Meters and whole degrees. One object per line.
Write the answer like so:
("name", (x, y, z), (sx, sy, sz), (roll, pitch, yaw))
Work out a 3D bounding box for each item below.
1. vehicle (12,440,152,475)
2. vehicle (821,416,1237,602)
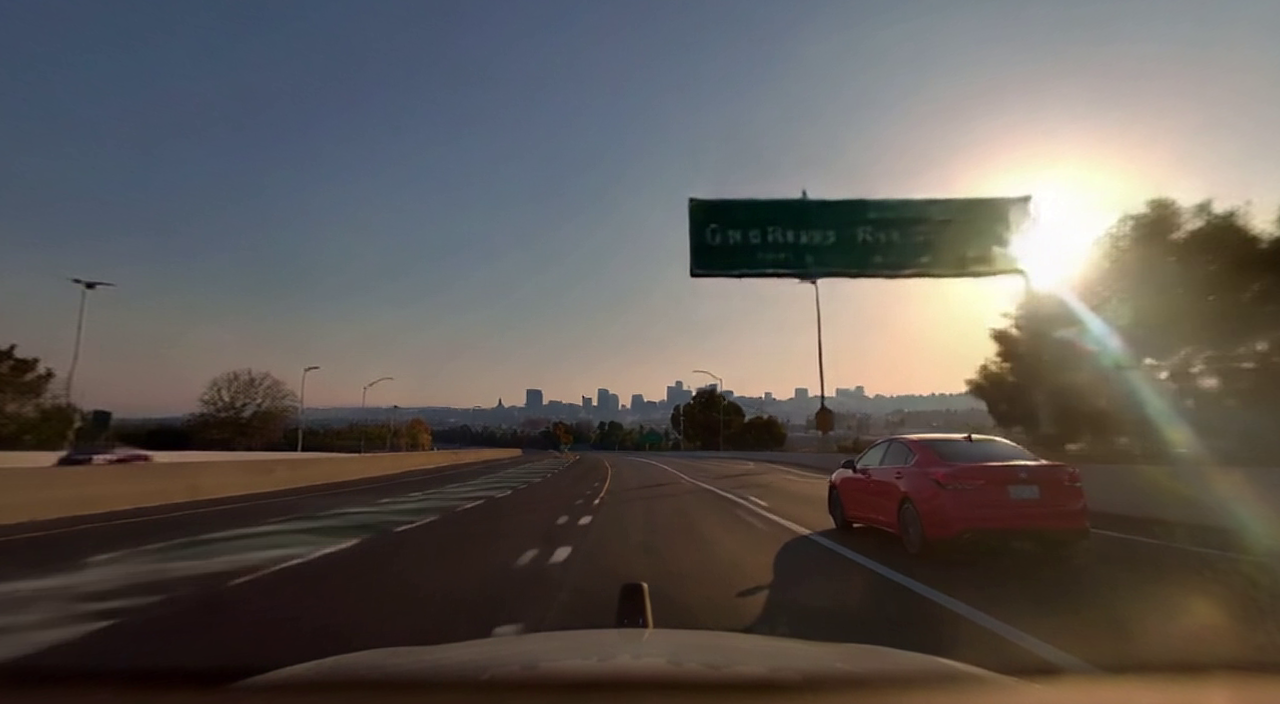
("vehicle", (-25.585, 4.837, 29.203), (2.158, 1.466, 4.639), (0, -9, 1))
("vehicle", (4.028, 1.703, 7.818), (2.104, 1.575, 4.698), (0, -9, -1))
